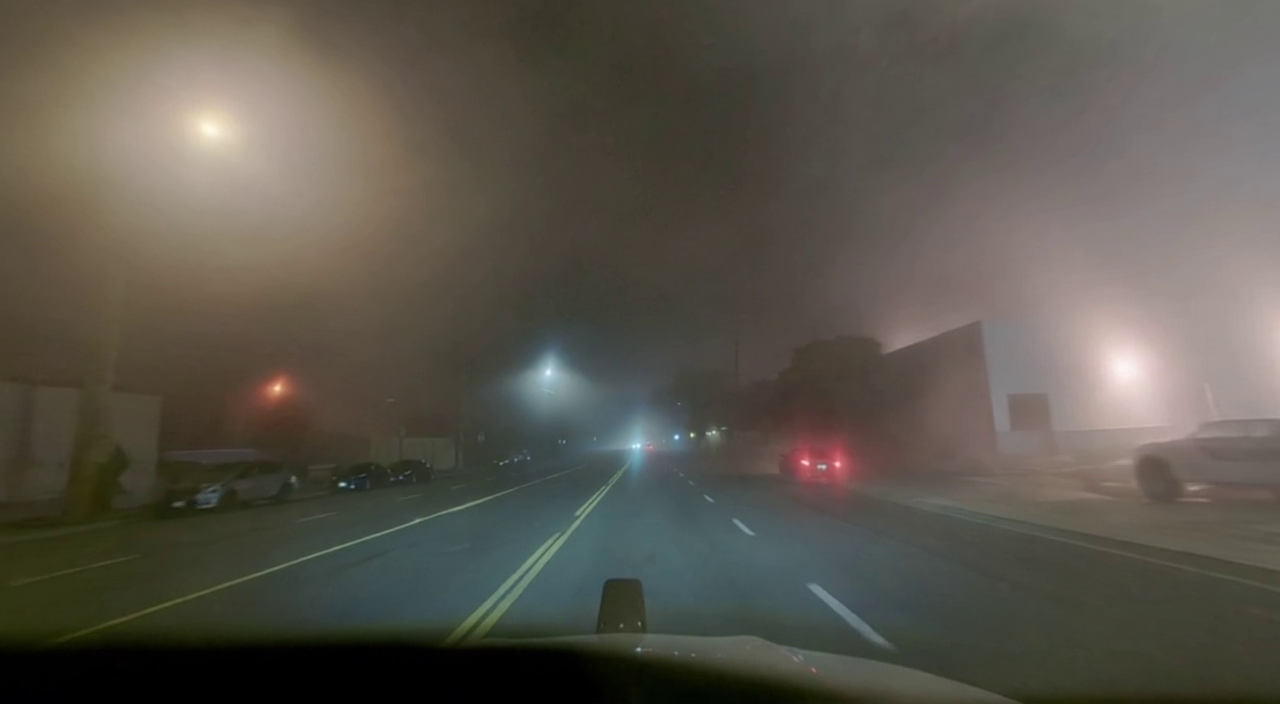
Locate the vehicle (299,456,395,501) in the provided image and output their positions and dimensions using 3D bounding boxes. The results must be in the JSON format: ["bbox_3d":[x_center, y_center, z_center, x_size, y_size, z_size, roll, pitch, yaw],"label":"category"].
[{"bbox_3d":[-11.815,5.078,25.702,1.876,1.502,4.506,-3,-9,-1],"label":"vehicle"}]

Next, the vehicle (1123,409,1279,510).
[{"bbox_3d":[12.750,2.049,12.239,4.823,1.763,2.161,0,-8,0],"label":"vehicle"}]

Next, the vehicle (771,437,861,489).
[{"bbox_3d":[6.721,4.274,24.663,2.078,1.766,5.474,-1,-8,1],"label":"vehicle"}]

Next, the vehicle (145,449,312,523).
[{"bbox_3d":[-11.920,3.853,18.650,1.979,1.759,4.435,-4,-9,0],"label":"vehicle"}]
